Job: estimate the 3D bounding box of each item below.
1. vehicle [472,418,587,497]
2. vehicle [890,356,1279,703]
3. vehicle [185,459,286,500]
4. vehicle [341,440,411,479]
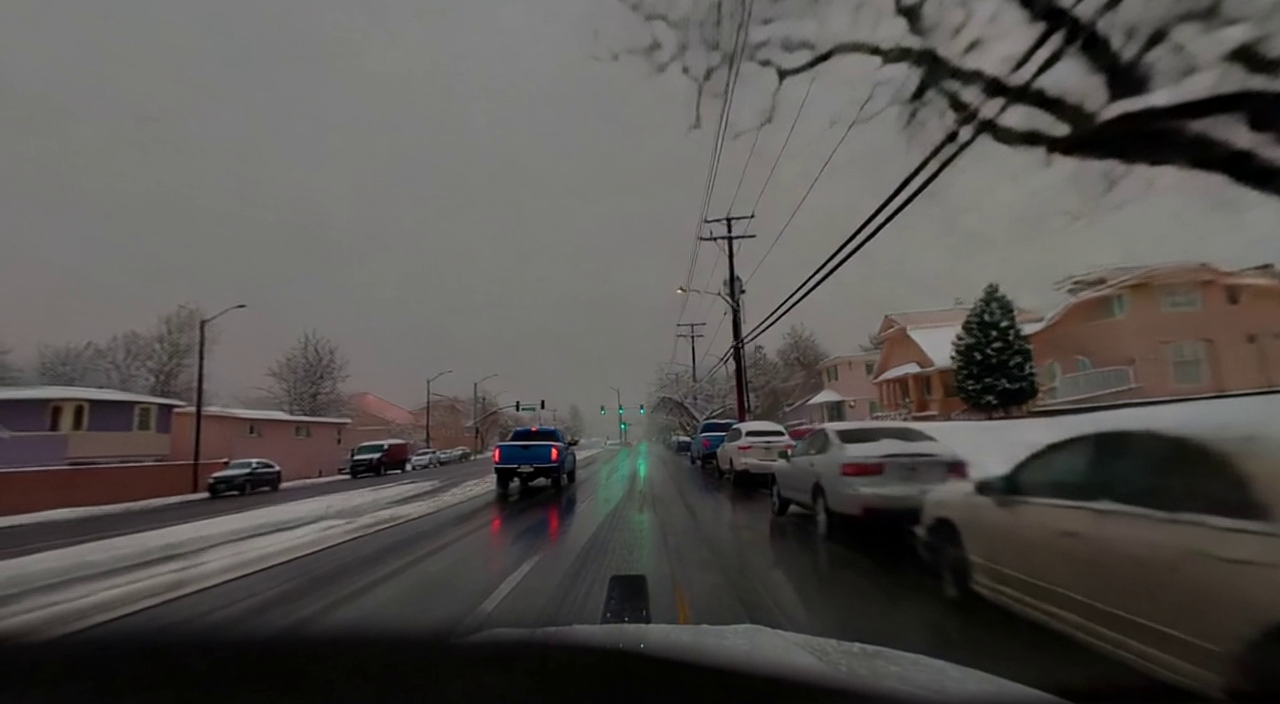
[{"bbox_3d":[-2.944,2.968,18.167,2.242,1.890,5.306,-1,-8,2],"label":"vehicle"},{"bbox_3d":[3.146,0.919,2.989,1.924,1.575,4.869,-1,-8,0],"label":"vehicle"},{"bbox_3d":[-18.700,5.866,29.389,1.908,1.614,4.092,-1,-8,1],"label":"vehicle"},{"bbox_3d":[-18.885,7.674,45.457,2.159,2.586,5.899,-2,-8,3],"label":"vehicle"}]
